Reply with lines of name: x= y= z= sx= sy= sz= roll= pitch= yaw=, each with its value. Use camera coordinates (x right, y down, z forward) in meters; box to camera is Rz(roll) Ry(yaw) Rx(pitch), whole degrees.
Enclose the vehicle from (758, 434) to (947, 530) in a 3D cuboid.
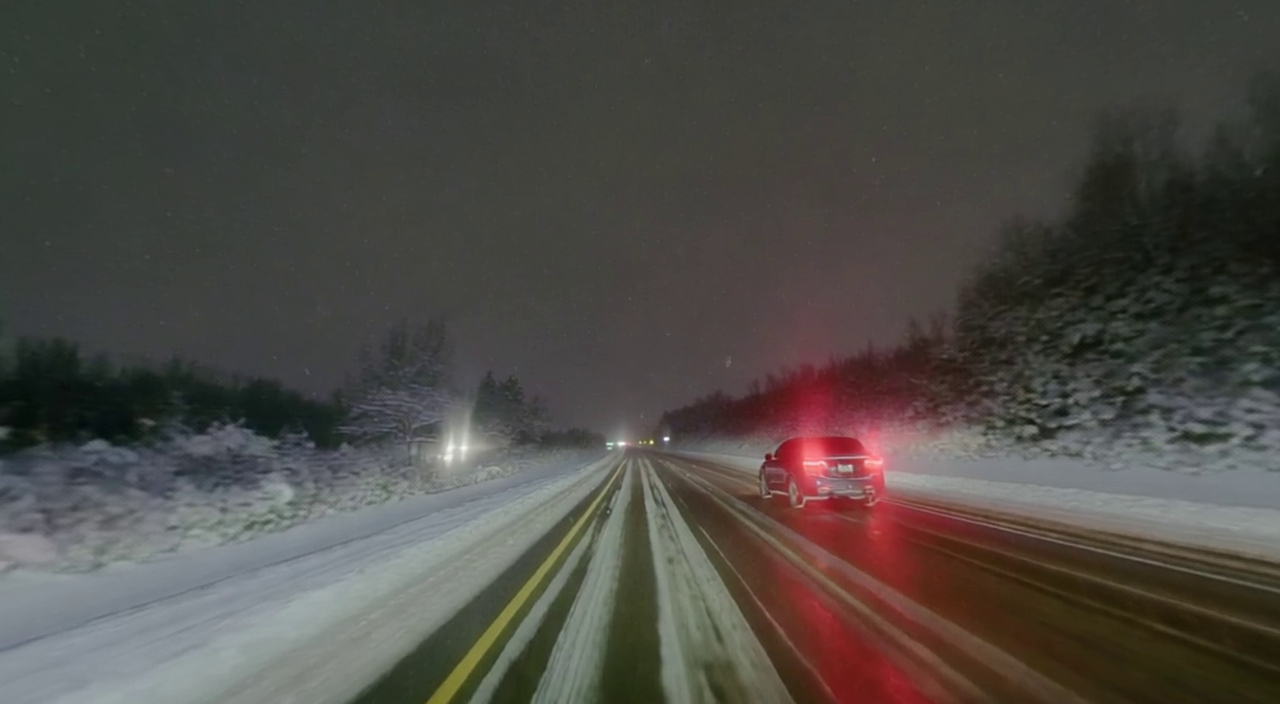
vehicle: x=3.731 y=2.361 z=12.085 sx=2.003 sy=1.466 sz=4.441 roll=0 pitch=-9 yaw=-1
